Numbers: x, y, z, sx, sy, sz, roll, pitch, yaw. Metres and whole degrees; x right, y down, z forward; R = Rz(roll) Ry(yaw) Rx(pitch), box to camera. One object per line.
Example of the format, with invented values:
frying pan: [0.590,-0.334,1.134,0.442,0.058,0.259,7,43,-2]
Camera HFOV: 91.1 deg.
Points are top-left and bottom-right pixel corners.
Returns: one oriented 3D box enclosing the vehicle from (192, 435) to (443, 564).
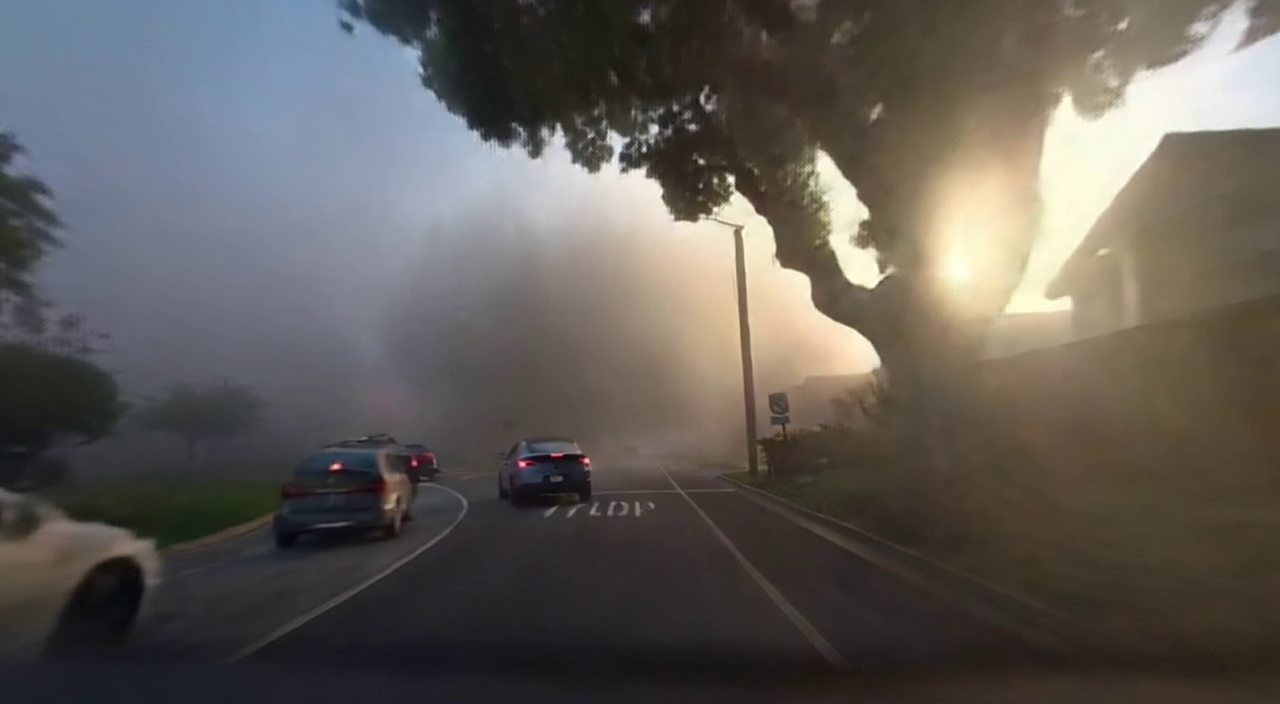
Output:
vehicle: [-4.837,2.218,10.476,2.151,1.578,5.036,1,-9,-8]

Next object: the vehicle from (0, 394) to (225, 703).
vehicle: [-3.762,0.925,2.411,1.986,1.561,3.805,1,-9,-6]

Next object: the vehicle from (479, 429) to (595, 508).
vehicle: [-2.714,2.824,15.712,2.290,1.653,4.127,2,-9,-17]
